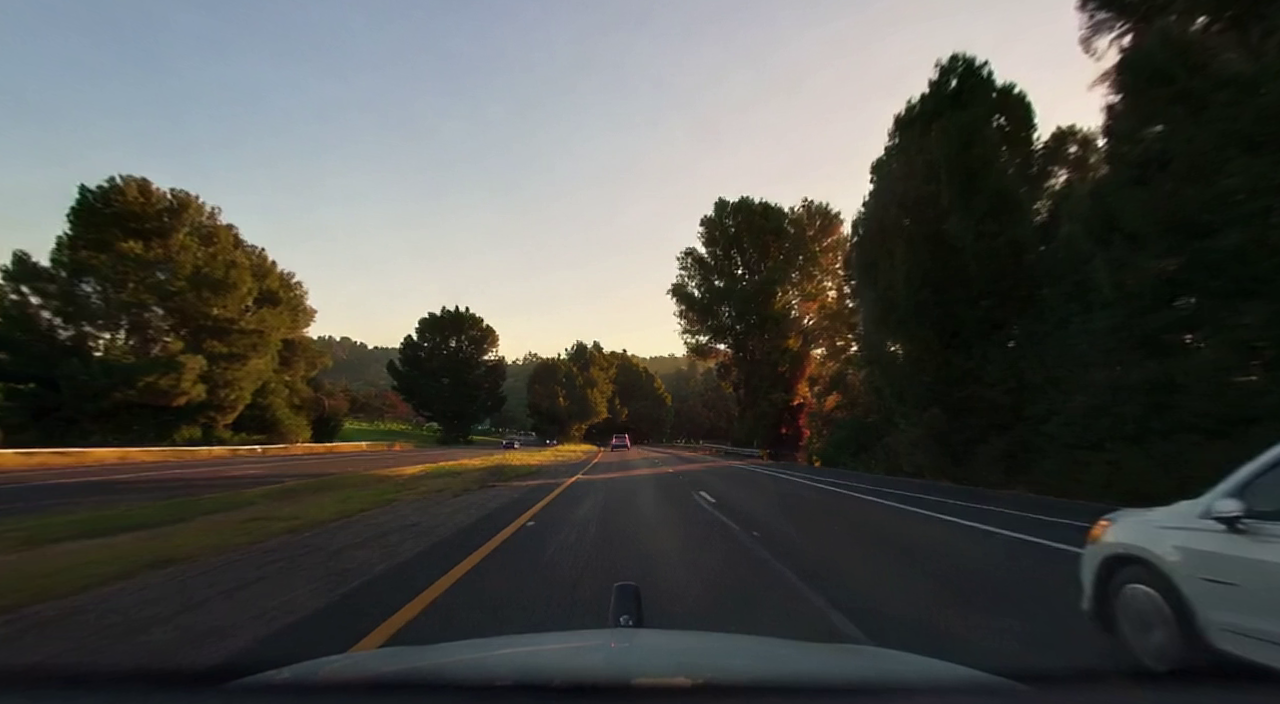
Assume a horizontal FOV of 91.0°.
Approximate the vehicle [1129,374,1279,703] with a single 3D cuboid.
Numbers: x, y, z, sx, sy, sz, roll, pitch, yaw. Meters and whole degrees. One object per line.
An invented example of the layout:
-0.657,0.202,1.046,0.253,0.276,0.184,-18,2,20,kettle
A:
3.432,0.652,0.935,2.052,1.545,4.124,0,-8,0,vehicle
